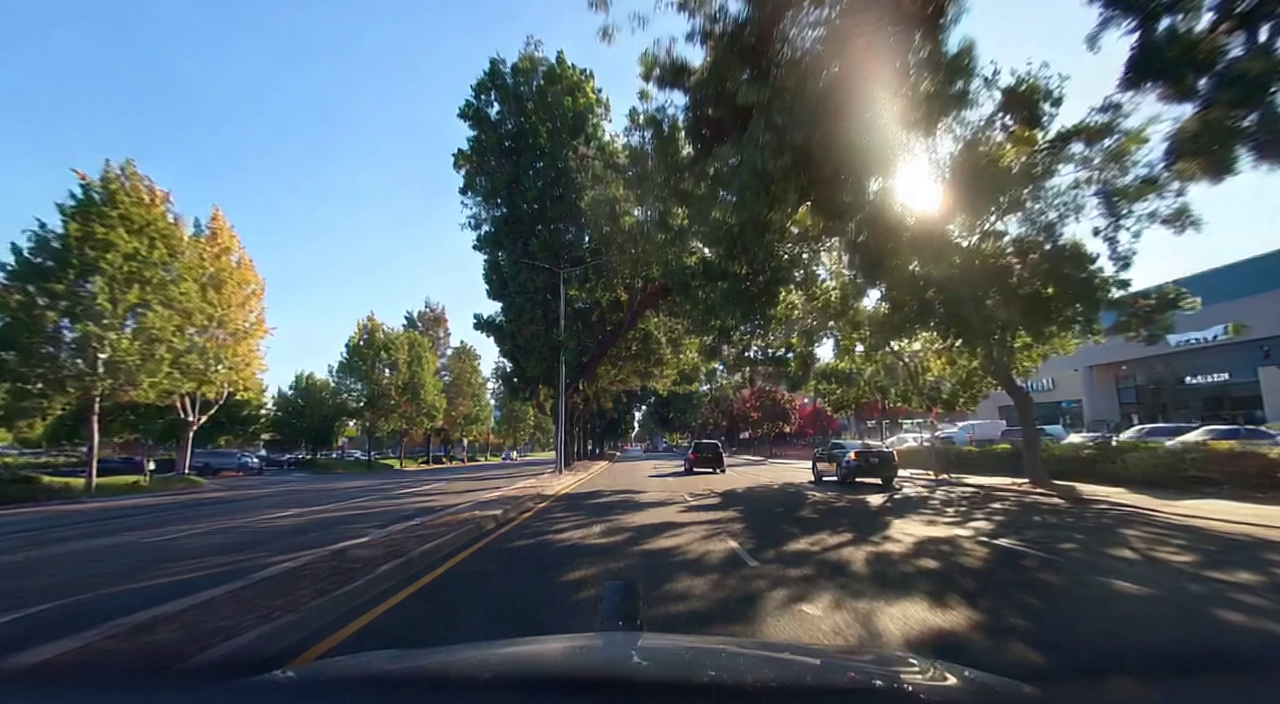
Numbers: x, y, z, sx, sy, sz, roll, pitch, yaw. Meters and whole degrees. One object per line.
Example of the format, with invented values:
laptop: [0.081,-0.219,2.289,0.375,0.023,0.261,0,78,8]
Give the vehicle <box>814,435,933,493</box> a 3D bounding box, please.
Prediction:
vehicle: [6.874,3.340,19.077,1.886,1.528,4.169,0,-9,-2]

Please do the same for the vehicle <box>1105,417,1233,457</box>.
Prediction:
vehicle: [23.229,3.777,27.745,3.833,1.678,1.975,0,-9,-2]

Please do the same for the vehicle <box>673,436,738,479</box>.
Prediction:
vehicle: [2.663,4.435,26.742,2.161,1.676,4.151,0,-9,-2]

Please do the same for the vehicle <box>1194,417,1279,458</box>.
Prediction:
vehicle: [23.558,3.242,23.727,3.676,1.491,1.726,1,-9,-2]
